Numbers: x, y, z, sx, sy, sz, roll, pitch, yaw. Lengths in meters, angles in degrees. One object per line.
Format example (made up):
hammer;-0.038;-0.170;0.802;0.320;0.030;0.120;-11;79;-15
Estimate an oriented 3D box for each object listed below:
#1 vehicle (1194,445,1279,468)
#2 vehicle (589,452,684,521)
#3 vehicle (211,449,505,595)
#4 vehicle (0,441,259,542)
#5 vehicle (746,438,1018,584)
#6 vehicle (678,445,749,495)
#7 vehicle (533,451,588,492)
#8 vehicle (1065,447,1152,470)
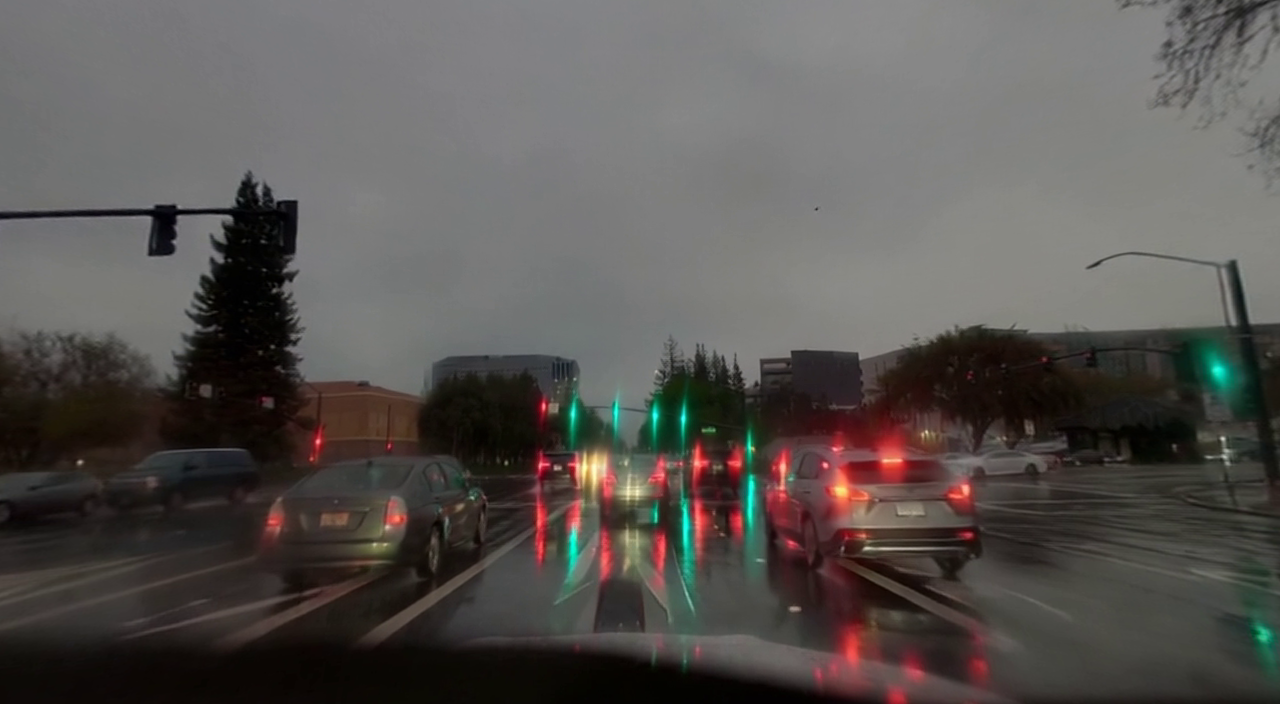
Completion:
vehicle;40.038;6.944;42.024;4.644;1.430;1.781;0;-9;-1
vehicle;-0.106;3.296;15.977;2.098;1.461;3.958;0;-9;-1
vehicle;-3.375;2.096;8.782;2.045;1.463;4.490;0;-9;0
vehicle;-10.189;2.732;13.090;1.934;1.713;4.281;0;-9;-1
vehicle;3.068;2.110;9.419;1.996;1.566;4.917;0;-9;-1
vehicle;2.778;4.589;24.961;2.138;1.778;4.422;0;-9;-1
vehicle;-3.629;5.516;29.505;2.033;1.714;4.278;0;-9;0
vehicle;31.130;7.087;42.041;4.357;1.444;1.783;0;-9;-2
